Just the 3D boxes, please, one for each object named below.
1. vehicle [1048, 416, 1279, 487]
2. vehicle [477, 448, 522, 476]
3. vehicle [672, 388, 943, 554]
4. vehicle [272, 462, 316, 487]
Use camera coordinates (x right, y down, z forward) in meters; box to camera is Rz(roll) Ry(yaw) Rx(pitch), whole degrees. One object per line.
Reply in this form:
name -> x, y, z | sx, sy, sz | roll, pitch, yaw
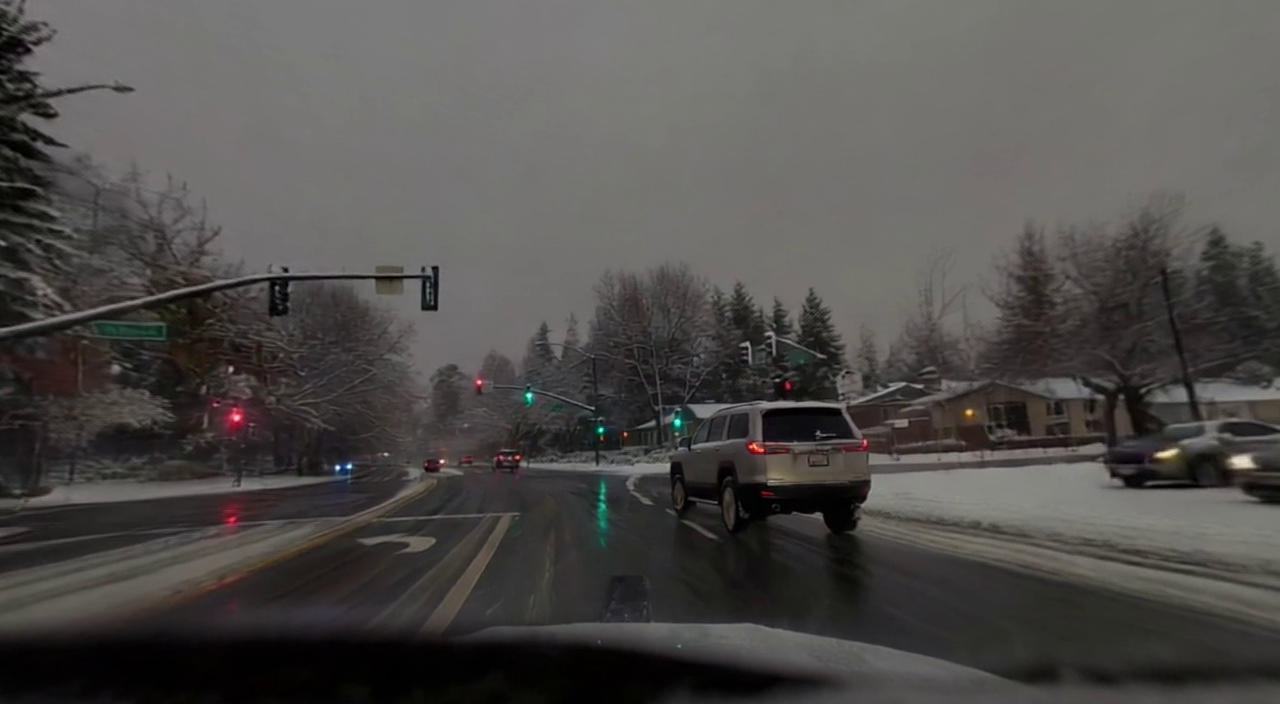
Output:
vehicle -> 12.385, 2.361, 15.044 | 3.823, 1.527, 1.986 | -1, -9, 1
vehicle -> -9.277, 7.156, 41.332 | 2.138, 1.729, 4.178 | 3, -9, -22
vehicle -> 2.311, 1.914, 10.889 | 2.338, 2.063, 5.592 | 1, -9, -10
vehicle -> -25.208, 8.927, 46.042 | 1.955, 1.509, 4.640 | -1, -8, -18
